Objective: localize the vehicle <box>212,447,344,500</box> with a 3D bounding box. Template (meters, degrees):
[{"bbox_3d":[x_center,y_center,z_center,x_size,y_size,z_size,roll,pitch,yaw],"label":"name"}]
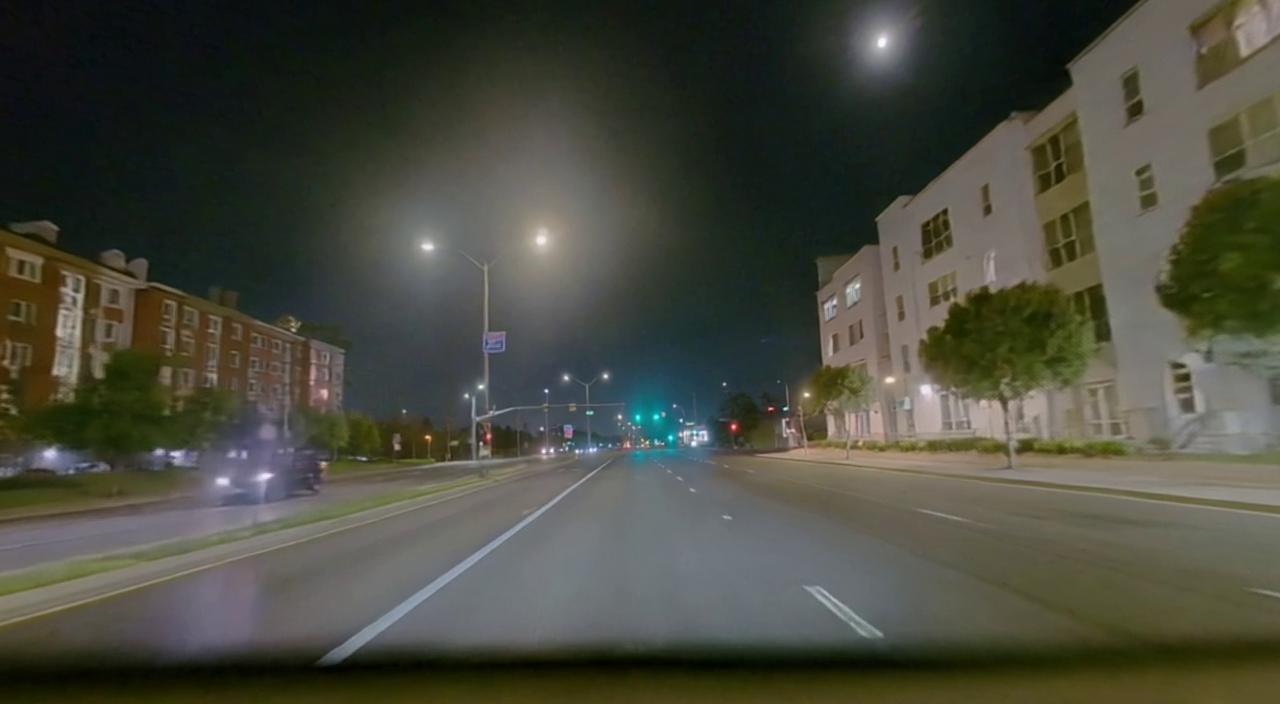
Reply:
[{"bbox_3d":[-12.802,4.281,22.779,2.090,1.691,4.497,0,-8,0],"label":"vehicle"}]
